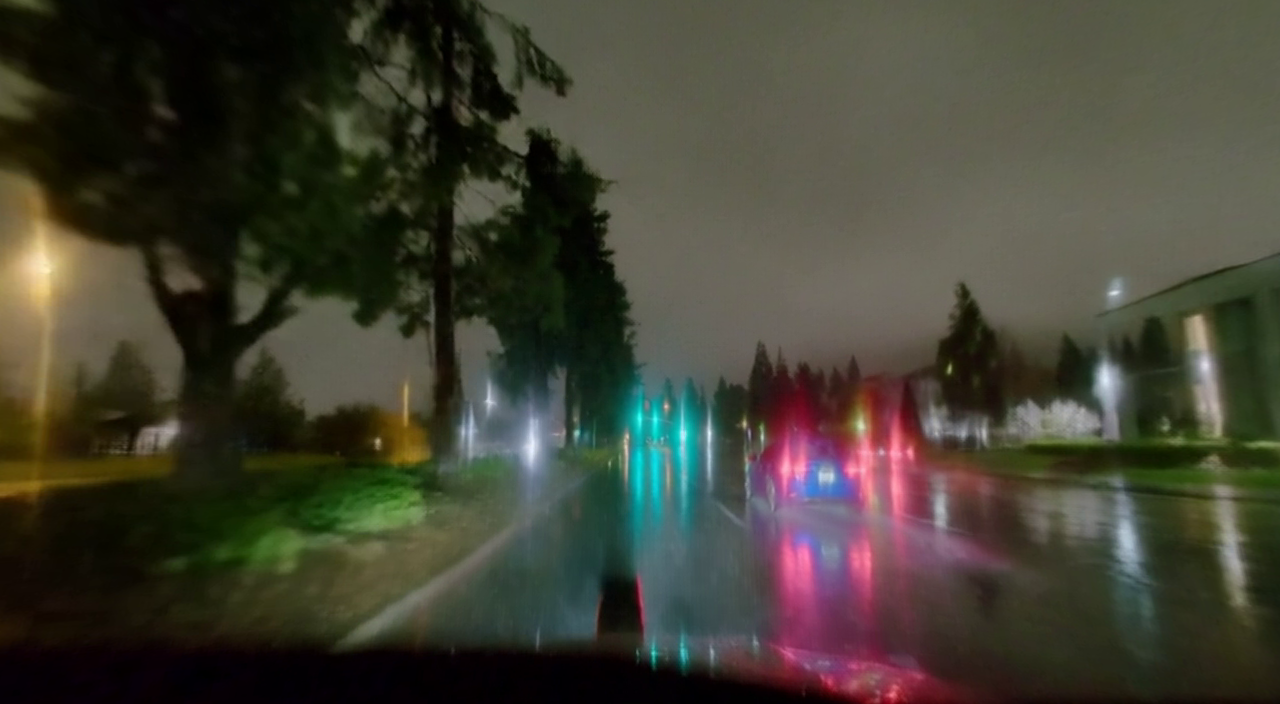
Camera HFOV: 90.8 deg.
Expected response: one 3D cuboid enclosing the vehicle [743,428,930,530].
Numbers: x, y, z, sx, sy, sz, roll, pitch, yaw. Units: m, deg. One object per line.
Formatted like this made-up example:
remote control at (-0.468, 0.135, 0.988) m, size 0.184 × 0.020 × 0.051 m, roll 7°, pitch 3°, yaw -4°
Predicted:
vehicle at (3.233, 2.171, 11.435) m, size 1.950 × 1.473 × 4.259 m, roll 0°, pitch -8°, yaw -1°
